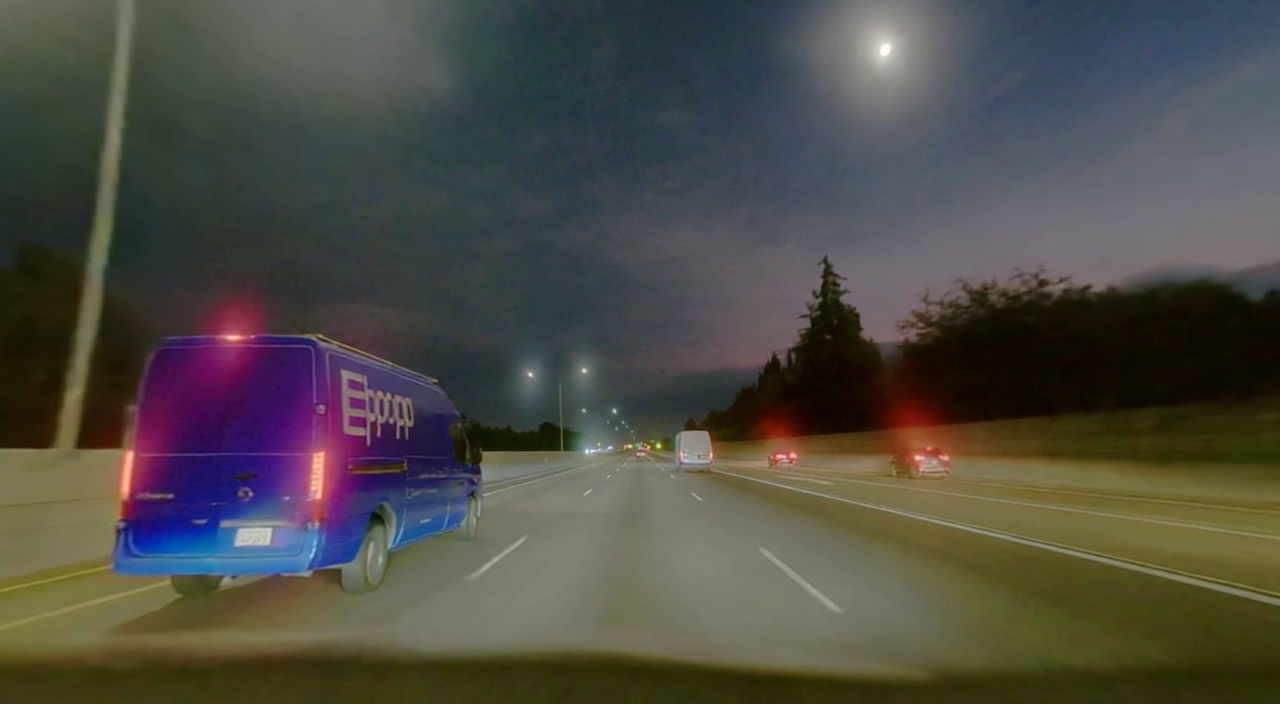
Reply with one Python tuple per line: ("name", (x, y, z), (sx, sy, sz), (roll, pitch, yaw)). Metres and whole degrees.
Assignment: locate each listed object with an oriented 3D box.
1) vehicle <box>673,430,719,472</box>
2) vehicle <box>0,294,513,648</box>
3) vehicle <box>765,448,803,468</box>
("vehicle", (3.591, 6.569, 41.726), (2.373, 2.561, 5.922), (0, -9, -1))
("vehicle", (-3.435, 1.304, 7.688), (2.409, 2.523, 6.275), (0, -9, 0))
("vehicle", (11.130, 8.183, 48.871), (1.870, 1.497, 3.886), (0, -9, -2))
